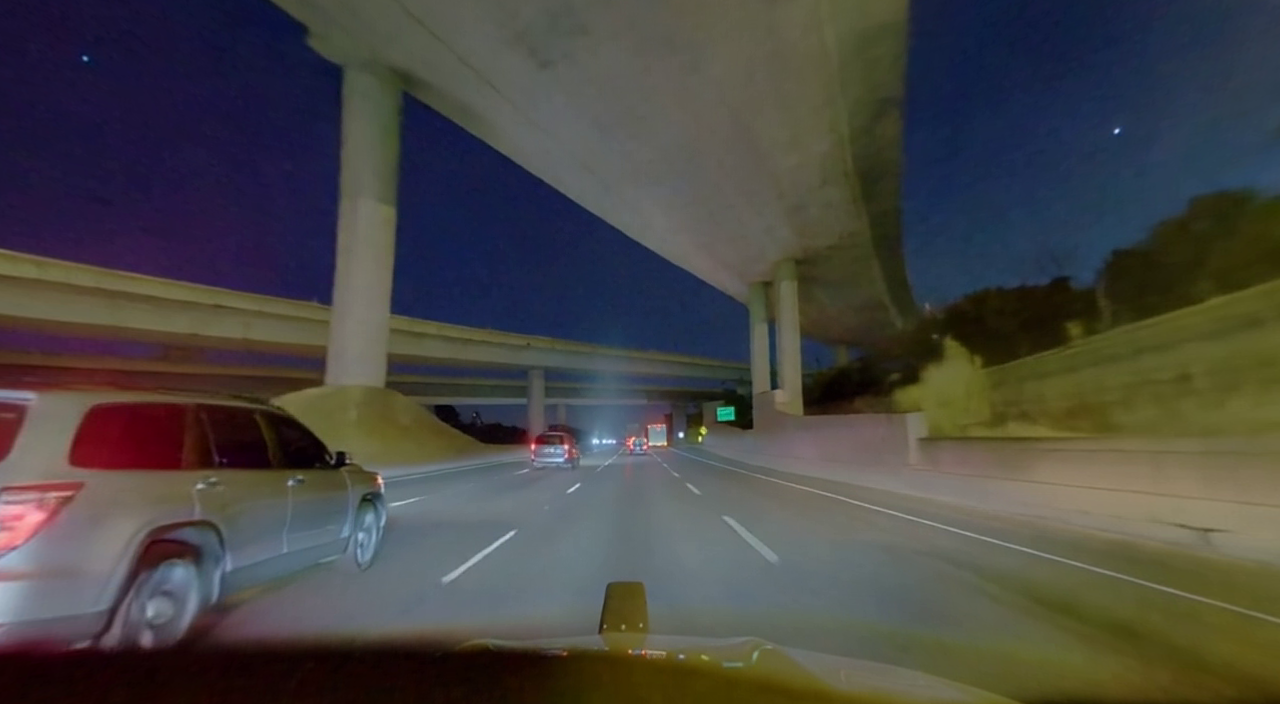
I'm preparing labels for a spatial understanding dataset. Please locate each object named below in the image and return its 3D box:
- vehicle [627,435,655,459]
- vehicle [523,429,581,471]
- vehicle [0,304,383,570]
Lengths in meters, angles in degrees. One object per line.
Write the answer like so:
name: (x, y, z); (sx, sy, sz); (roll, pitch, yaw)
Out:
vehicle: (0.024, 7.212, 47.816); (2.052, 1.711, 4.223); (0, -8, -1)
vehicle: (-4.292, 4.874, 31.510); (2.147, 1.918, 4.834); (0, -8, 1)
vehicle: (-7.570, 1.476, 10.856); (2.872, 2.890, 7.923); (0, -9, 0)
